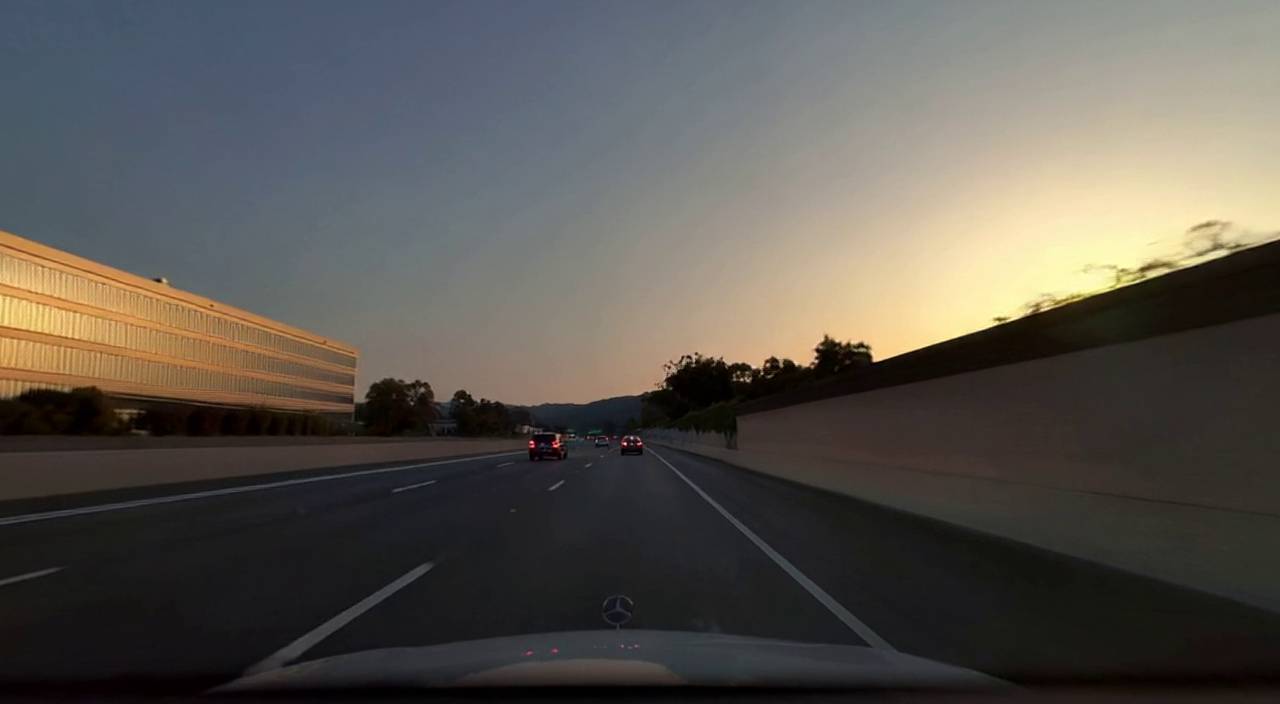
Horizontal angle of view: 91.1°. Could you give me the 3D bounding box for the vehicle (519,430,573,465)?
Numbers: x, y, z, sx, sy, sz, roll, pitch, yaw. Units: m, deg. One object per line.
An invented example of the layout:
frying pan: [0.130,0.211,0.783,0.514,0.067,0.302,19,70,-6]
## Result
vehicle: [-4.624,4.782,31.643,2.036,1.612,4.510,0,-8,0]
